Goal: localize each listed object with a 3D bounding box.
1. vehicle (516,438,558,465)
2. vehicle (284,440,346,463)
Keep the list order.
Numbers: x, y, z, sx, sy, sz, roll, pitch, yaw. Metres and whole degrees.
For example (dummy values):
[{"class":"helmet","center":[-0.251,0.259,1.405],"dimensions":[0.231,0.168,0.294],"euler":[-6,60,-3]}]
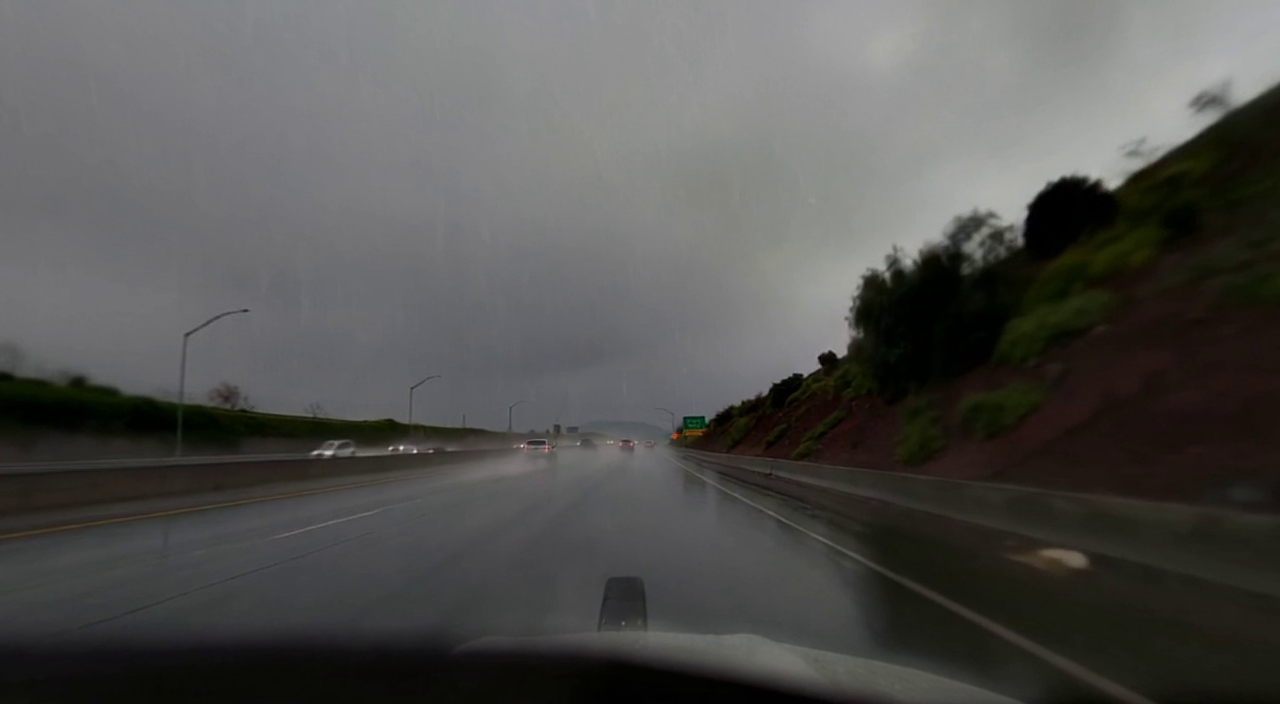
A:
[{"class":"vehicle","center":[-6.626,6.441,40.796],"dimensions":[1.972,1.660,4.254],"euler":[0,-8,0]},{"class":"vehicle","center":[-22.410,6.849,43.469],"dimensions":[1.790,1.478,4.416],"euler":[0,-8,2]}]
